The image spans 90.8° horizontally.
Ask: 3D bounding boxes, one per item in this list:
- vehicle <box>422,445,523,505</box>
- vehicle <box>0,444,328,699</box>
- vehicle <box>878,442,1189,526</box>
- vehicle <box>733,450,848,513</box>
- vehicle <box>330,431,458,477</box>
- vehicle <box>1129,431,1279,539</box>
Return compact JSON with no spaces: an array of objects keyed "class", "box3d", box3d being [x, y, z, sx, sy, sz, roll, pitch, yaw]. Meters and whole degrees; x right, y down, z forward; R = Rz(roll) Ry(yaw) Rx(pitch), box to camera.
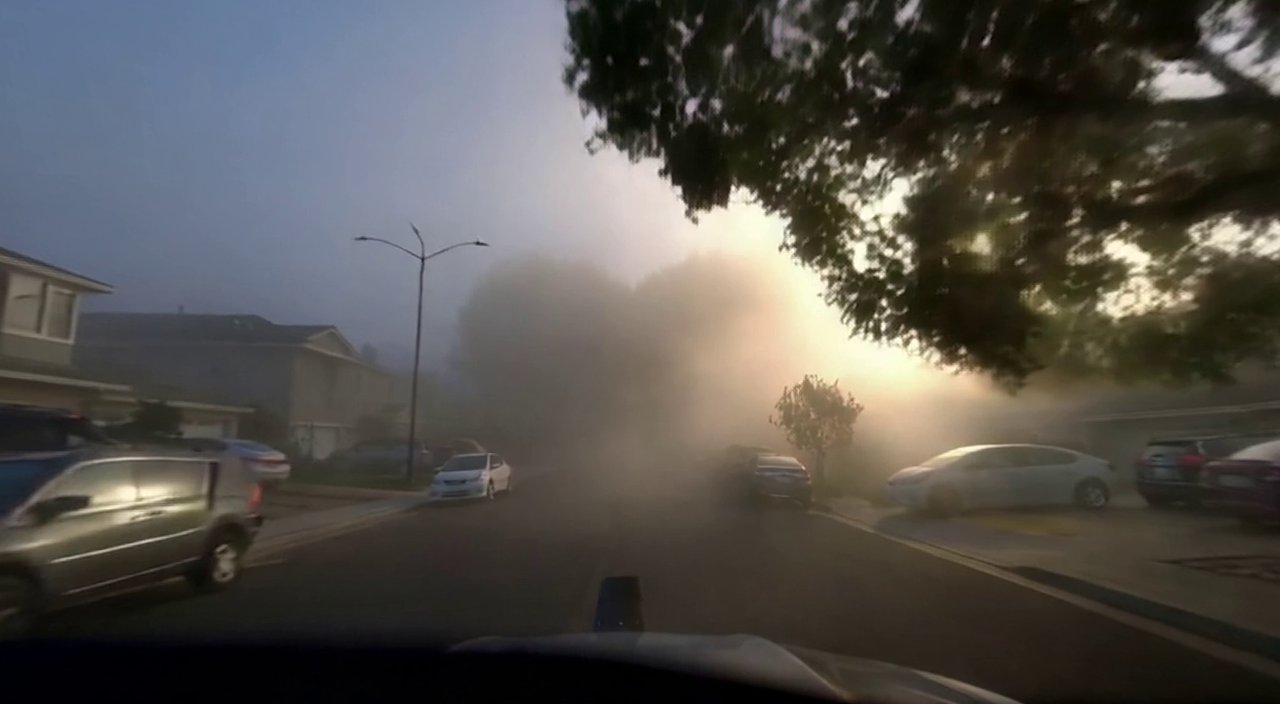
[{"class":"vehicle","box3d":[-4.987,3.692,19.445,1.943,1.602,4.172,0,-8,0]},{"class":"vehicle","box3d":[-4.732,1.458,4.958,2.189,1.421,4.659,0,-8,0]},{"class":"vehicle","box3d":[7.499,2.535,12.467,4.818,1.502,1.867,0,-8,2]},{"class":"vehicle","box3d":[4.034,3.551,17.900,2.042,1.456,4.903,0,-8,0]},{"class":"vehicle","box3d":[-10.557,4.415,27.476,4.641,1.844,2.243,1,-8,-5]},{"class":"vehicle","box3d":[10.817,1.954,9.736,4.783,1.469,2.007,-1,-7,2]}]
